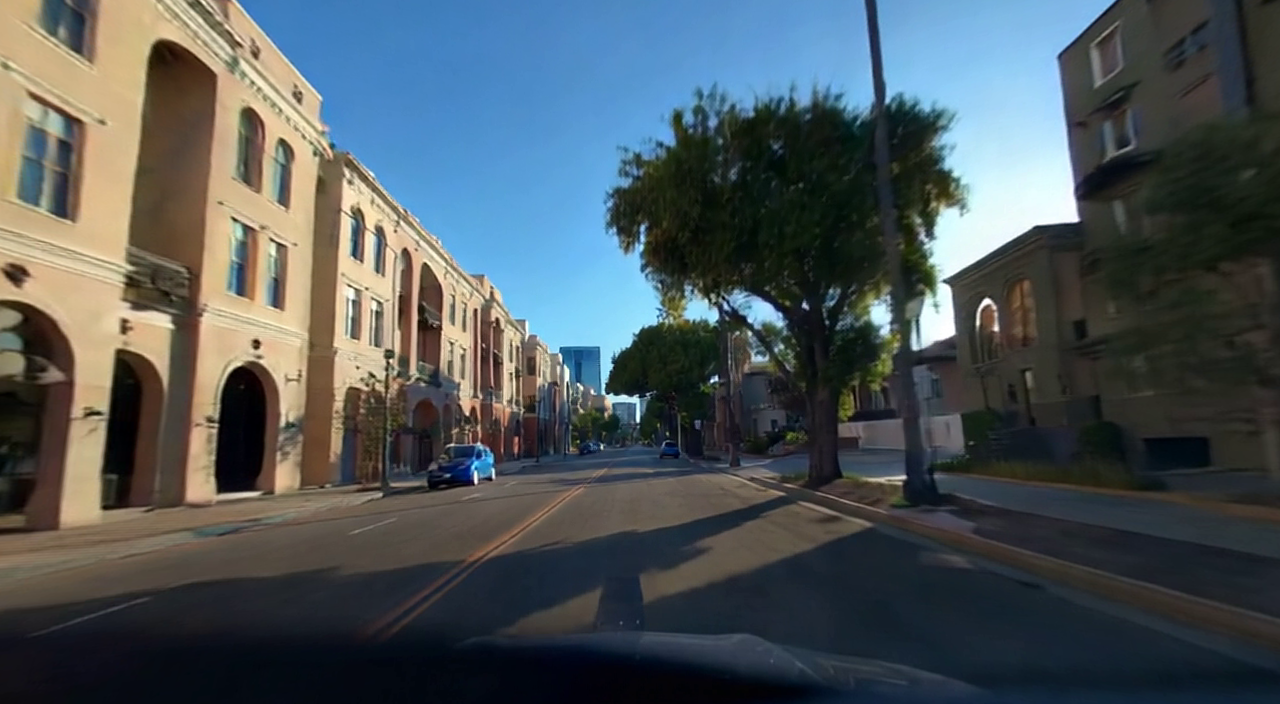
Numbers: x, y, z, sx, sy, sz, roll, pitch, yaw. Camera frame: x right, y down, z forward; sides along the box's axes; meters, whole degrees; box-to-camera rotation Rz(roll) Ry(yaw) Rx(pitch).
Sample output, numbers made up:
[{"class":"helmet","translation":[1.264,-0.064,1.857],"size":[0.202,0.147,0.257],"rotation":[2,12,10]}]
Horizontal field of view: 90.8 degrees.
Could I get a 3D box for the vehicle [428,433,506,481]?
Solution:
[{"class":"vehicle","translation":[-6.807,4.161,25.327],"size":[1.946,1.640,4.430],"rotation":[-2,-8,-1]}]
